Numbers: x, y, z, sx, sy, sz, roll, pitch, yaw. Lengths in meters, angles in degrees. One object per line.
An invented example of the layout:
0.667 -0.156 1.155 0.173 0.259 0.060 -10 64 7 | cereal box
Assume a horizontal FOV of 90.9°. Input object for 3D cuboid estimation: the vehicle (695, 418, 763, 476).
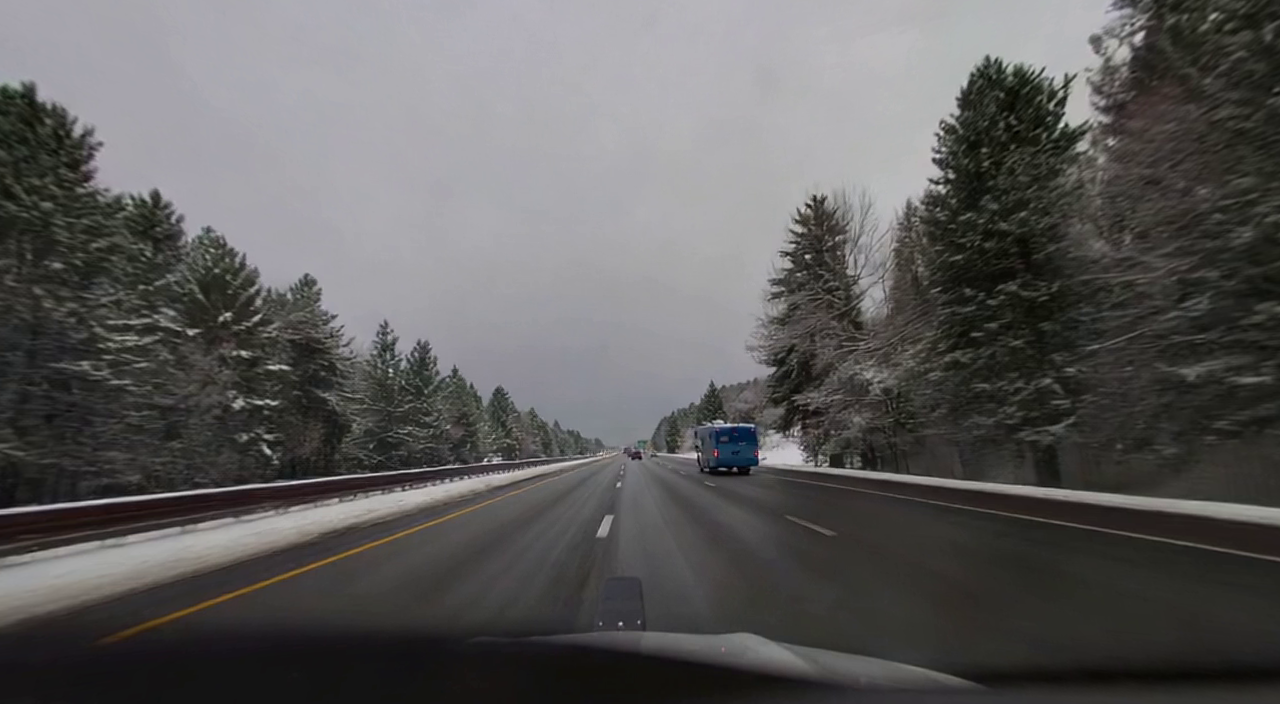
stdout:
4.625 5.130 33.955 2.556 2.763 6.287 0 -9 -2 | vehicle
